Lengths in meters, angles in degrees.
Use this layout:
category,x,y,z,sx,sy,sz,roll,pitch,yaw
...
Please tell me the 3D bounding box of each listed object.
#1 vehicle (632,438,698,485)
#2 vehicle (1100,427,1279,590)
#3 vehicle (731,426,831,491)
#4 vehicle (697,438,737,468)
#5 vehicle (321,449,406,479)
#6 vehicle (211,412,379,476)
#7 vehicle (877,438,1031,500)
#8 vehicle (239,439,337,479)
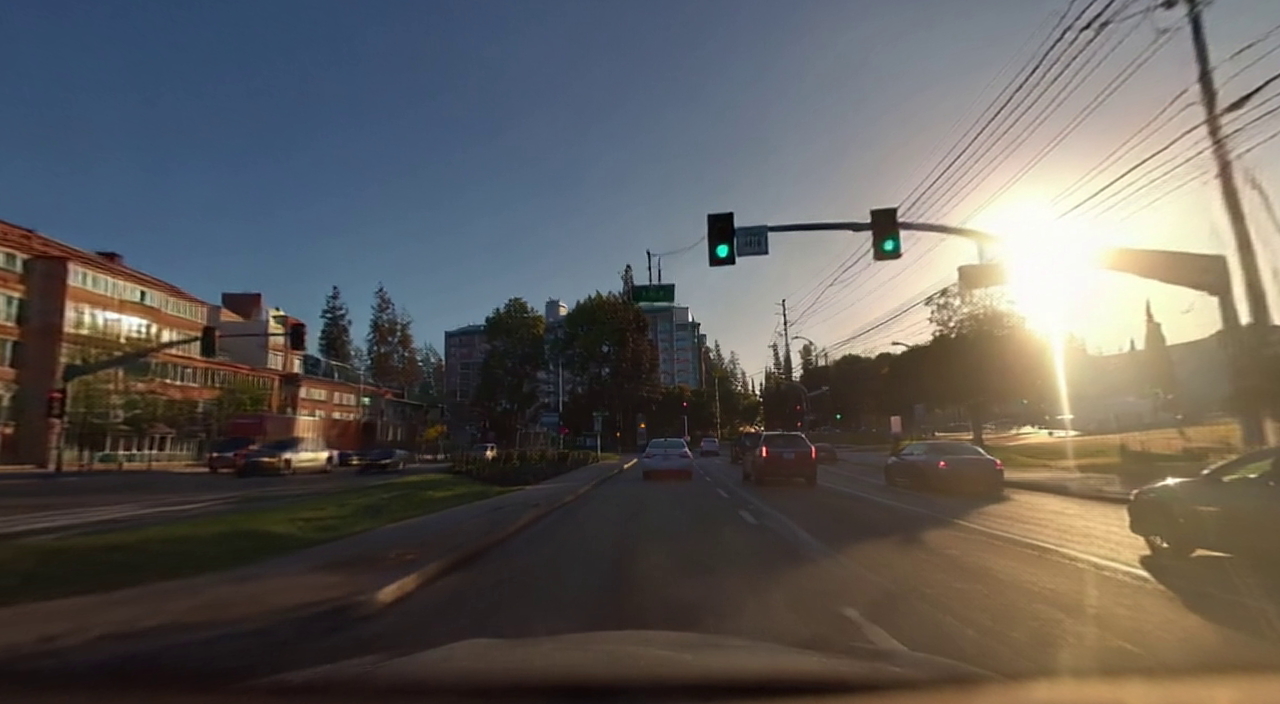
category,x,y,z,sx,sy,sz,roll,pitch,yaw
vehicle,0.900,3.942,22.996,2.168,1.527,4.174,0,-8,2
vehicle,6.779,1.415,5.687,1.866,1.471,4.478,0,-8,0
vehicle,4.333,3.376,20.291,2.119,1.810,4.848,0,-8,0
vehicle,4.487,5.977,37.445,1.896,1.612,4.203,0,-8,1
vehicle,-13.465,5.472,31.047,1.926,1.303,4.686,0,-8,2
vehicle,-20.798,5.801,39.638,3.354,3.314,12.985,0,-8,0
vehicle,8.375,3.134,17.376,1.882,1.463,4.543,0,-8,0
vehicle,-16.900,5.143,30.574,2.052,1.770,4.545,0,-8,0
